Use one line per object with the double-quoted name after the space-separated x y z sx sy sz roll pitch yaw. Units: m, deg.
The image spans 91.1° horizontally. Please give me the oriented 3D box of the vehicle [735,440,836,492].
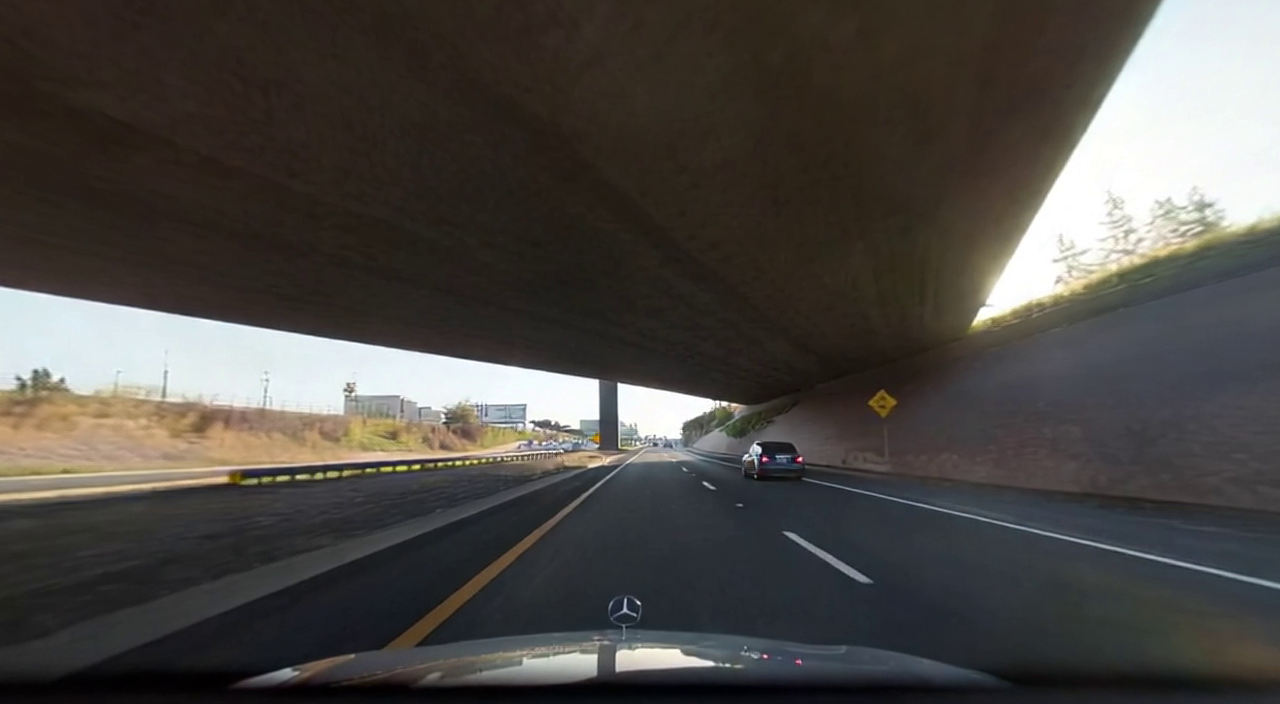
4.335 3.445 19.455 2.124 1.405 4.398 0 -8 1 "vehicle"
